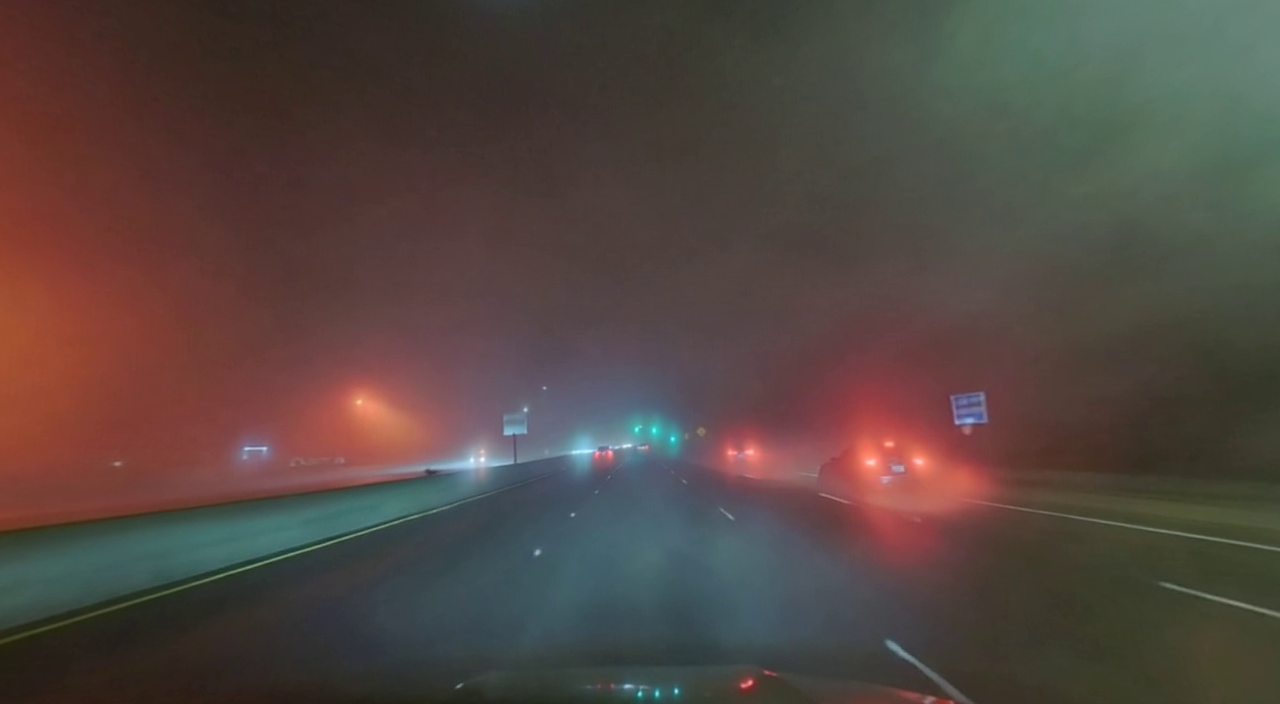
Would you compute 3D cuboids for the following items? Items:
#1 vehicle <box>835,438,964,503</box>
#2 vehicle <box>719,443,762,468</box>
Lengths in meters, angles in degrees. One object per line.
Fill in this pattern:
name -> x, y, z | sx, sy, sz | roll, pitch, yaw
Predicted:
vehicle -> 6.781, 3.095, 16.952 | 1.838, 1.518, 3.713 | 0, -8, 0
vehicle -> 6.620, 6.866, 42.086 | 1.987, 1.597, 4.463 | 0, -8, -2
